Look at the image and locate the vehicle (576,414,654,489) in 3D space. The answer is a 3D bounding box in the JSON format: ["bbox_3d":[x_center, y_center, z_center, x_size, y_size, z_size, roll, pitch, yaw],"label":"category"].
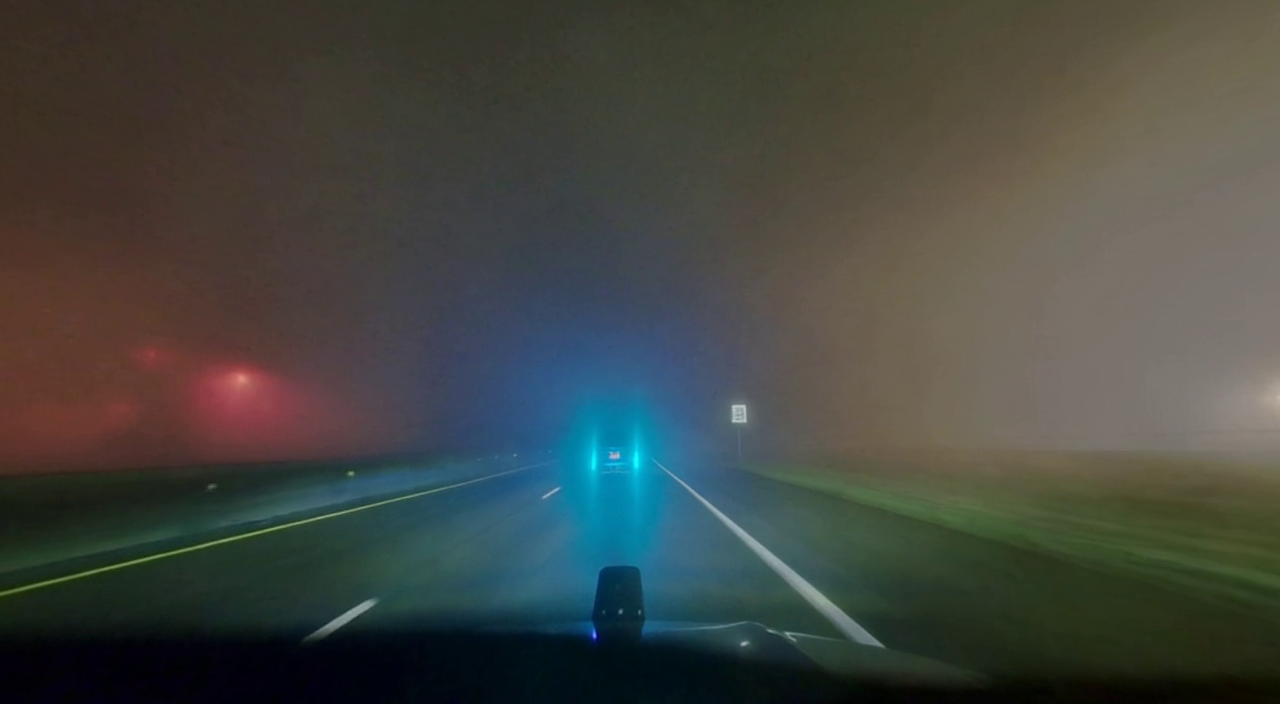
[{"bbox_3d":[-0.768,3.263,20.827,2.248,2.154,4.892,0,-8,-1],"label":"vehicle"}]
